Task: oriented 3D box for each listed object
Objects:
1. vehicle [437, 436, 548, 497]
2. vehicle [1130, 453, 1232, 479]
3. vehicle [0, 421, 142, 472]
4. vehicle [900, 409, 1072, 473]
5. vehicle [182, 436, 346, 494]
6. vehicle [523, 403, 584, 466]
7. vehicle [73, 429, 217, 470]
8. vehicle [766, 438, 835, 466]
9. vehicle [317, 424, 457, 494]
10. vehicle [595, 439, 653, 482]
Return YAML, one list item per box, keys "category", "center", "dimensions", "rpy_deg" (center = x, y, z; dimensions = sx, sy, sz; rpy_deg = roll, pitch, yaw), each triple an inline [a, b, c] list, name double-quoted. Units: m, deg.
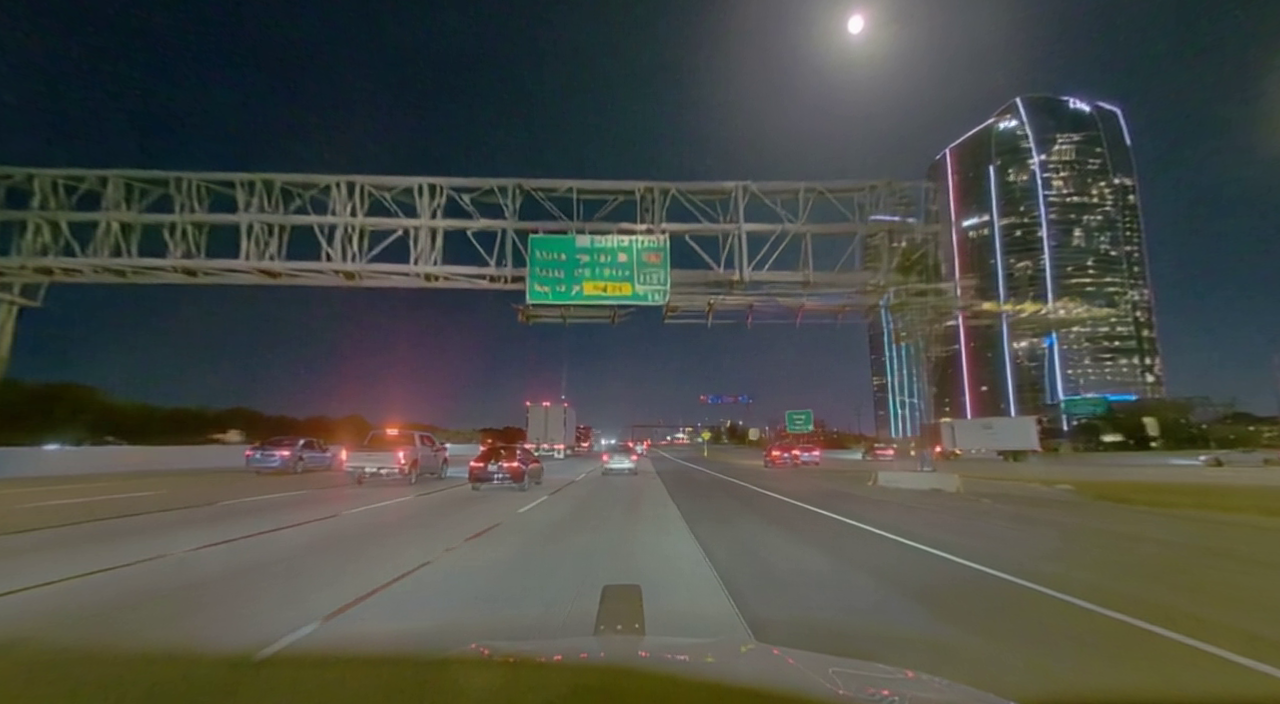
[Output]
- category: "vehicle"
  center: [-4.013, 3.176, 17.910]
  dimensions: [2.016, 1.497, 4.235]
  rpy_deg: [0, -8, 2]
- category: "vehicle"
  center: [32.853, 6.918, 38.324]
  dimensions: [4.258, 1.498, 1.904]
  rpy_deg: [0, -8, 5]
- category: "vehicle"
  center: [-30.215, 4.965, 33.332]
  dimensions: [2.545, 2.415, 6.150]
  rpy_deg: [0, -8, 0]
- category: "vehicle"
  center: [23.113, 6.060, 42.727]
  dimensions: [3.015, 3.855, 9.519]
  rpy_deg: [8, -12, -43]
- category: "vehicle"
  center: [-11.007, 3.318, 18.973]
  dimensions: [1.987, 1.495, 4.710]
  rpy_deg: [0, -8, 1]
- category: "vehicle"
  center: [-5.054, 5.088, 38.270]
  dimensions: [2.955, 3.359, 8.322]
  rpy_deg: [1, -8, -3]
- category: "vehicle"
  center: [-23.761, 4.721, 30.633]
  dimensions: [2.305, 1.755, 5.757]
  rpy_deg: [0, -8, 0]
- category: "vehicle"
  center: [12.236, 7.643, 48.458]
  dimensions: [2.415, 1.972, 5.572]
  rpy_deg: [3, -9, -19]
- category: "vehicle"
  center: [-7.455, 3.207, 19.231]
  dimensions: [2.190, 1.821, 4.800]
  rpy_deg: [0, -8, 1]
- category: "vehicle"
  center: [-0.558, 4.052, 23.808]
  dimensions: [1.991, 1.488, 3.922]
  rpy_deg: [0, -8, 0]
